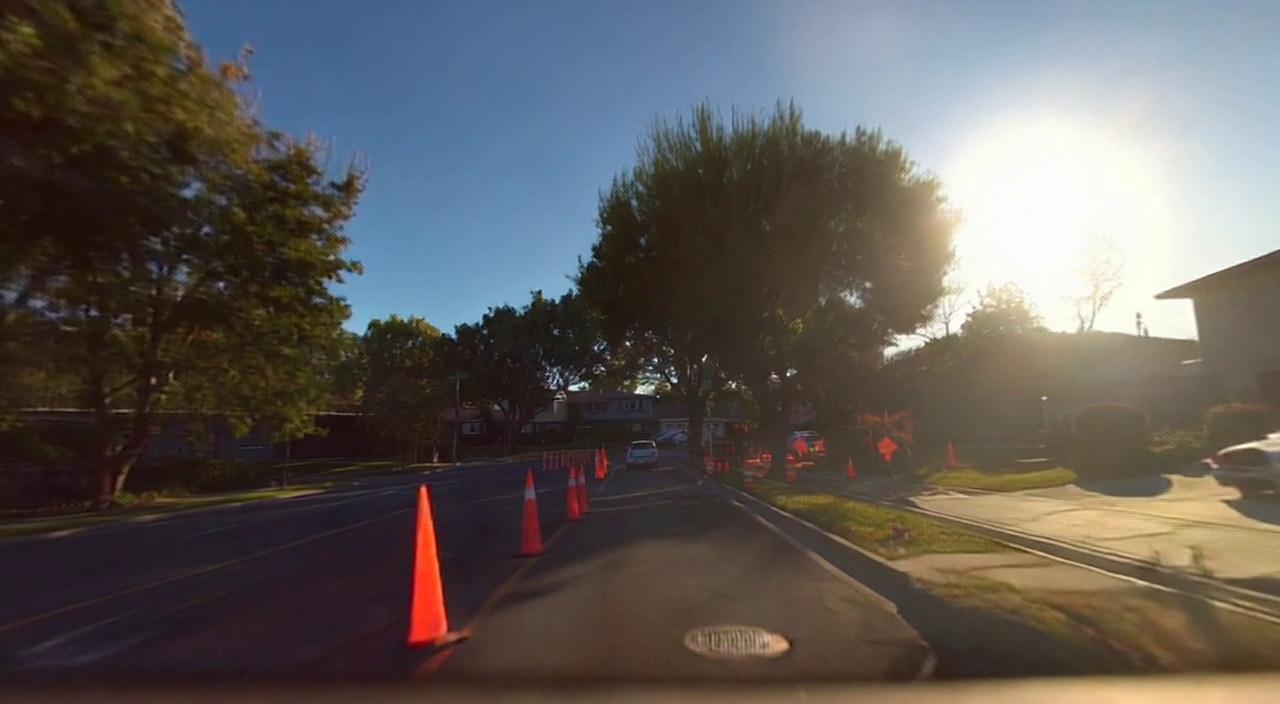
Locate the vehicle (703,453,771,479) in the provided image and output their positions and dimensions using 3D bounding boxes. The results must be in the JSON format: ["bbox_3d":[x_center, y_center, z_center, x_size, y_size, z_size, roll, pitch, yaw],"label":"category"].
[{"bbox_3d":[3.684,4.384,24.384,2.123,0.883,3.024,0,-8,0],"label":"vehicle"}]

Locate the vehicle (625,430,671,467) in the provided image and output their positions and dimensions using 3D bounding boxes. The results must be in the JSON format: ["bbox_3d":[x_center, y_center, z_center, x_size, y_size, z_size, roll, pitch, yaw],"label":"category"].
[{"bbox_3d":[0.369,4.829,31.555,2.151,1.708,4.084,0,-8,-1],"label":"vehicle"}]
